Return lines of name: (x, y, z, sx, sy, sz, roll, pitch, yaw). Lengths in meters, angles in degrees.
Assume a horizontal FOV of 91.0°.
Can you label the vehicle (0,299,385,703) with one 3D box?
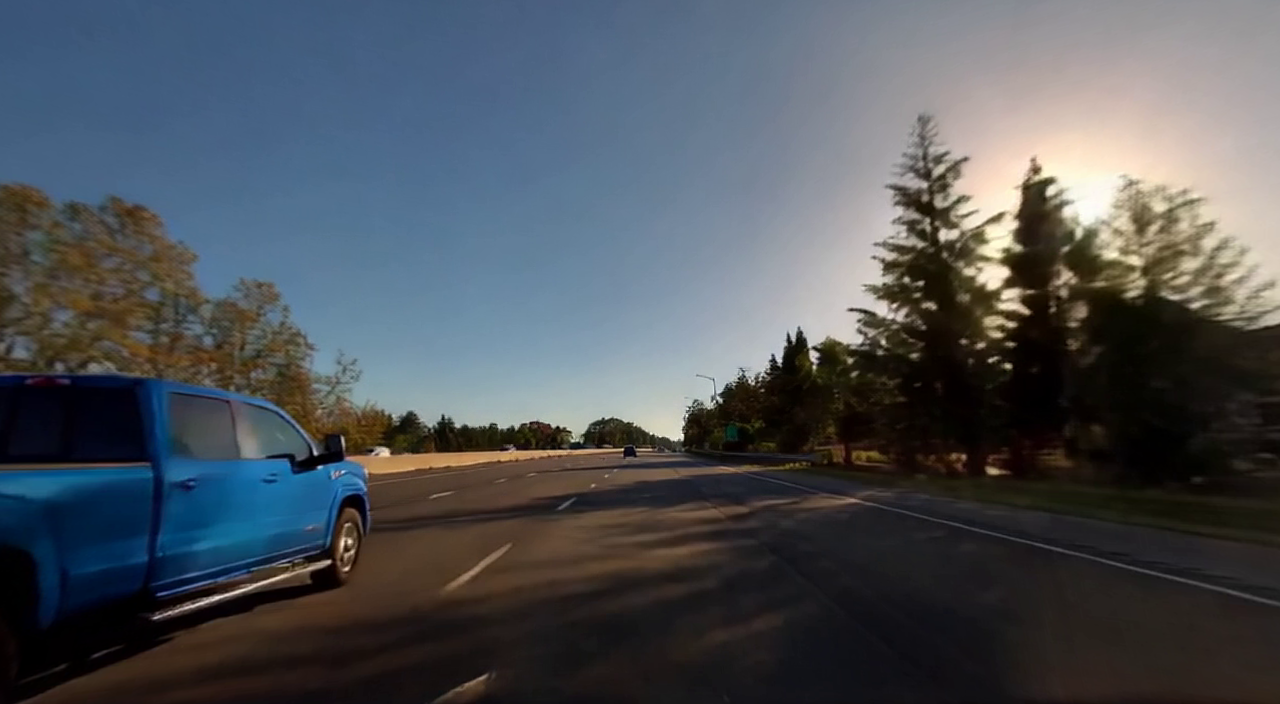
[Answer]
vehicle: (-3.505, 0.844, 3.184, 2.202, 1.836, 5.009, 0, -9, 1)
